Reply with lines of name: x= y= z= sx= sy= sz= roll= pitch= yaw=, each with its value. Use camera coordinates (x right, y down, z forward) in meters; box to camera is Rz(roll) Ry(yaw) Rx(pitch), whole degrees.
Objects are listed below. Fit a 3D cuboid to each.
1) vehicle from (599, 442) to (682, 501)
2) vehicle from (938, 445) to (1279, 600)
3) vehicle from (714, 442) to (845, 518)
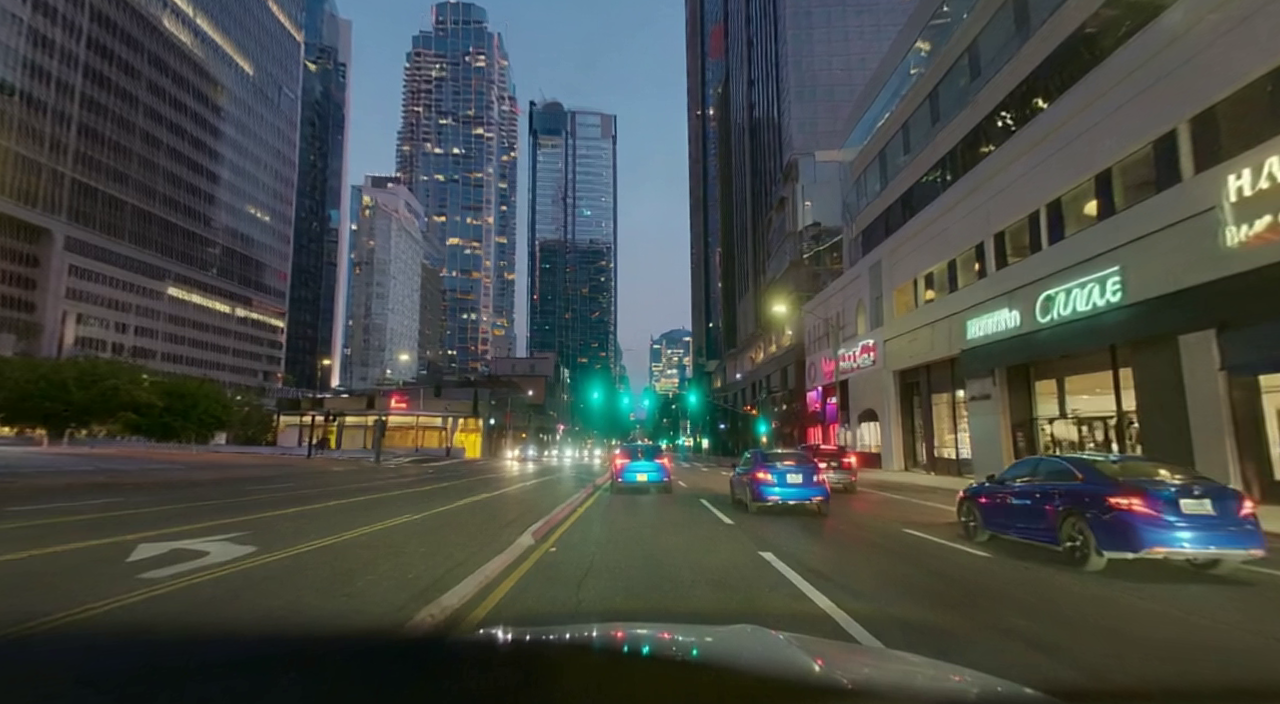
vehicle: x=0.009 y=3.332 z=18.086 sx=2.096 sy=1.457 sz=4.160 roll=0 pitch=-8 yaw=0
vehicle: x=6.151 y=2.018 z=8.545 sx=1.914 sy=1.484 sz=4.639 roll=0 pitch=-8 yaw=-1
vehicle: x=3.023 y=2.857 z=14.733 sx=1.987 sy=1.484 sz=4.427 roll=0 pitch=-8 yaw=-1
